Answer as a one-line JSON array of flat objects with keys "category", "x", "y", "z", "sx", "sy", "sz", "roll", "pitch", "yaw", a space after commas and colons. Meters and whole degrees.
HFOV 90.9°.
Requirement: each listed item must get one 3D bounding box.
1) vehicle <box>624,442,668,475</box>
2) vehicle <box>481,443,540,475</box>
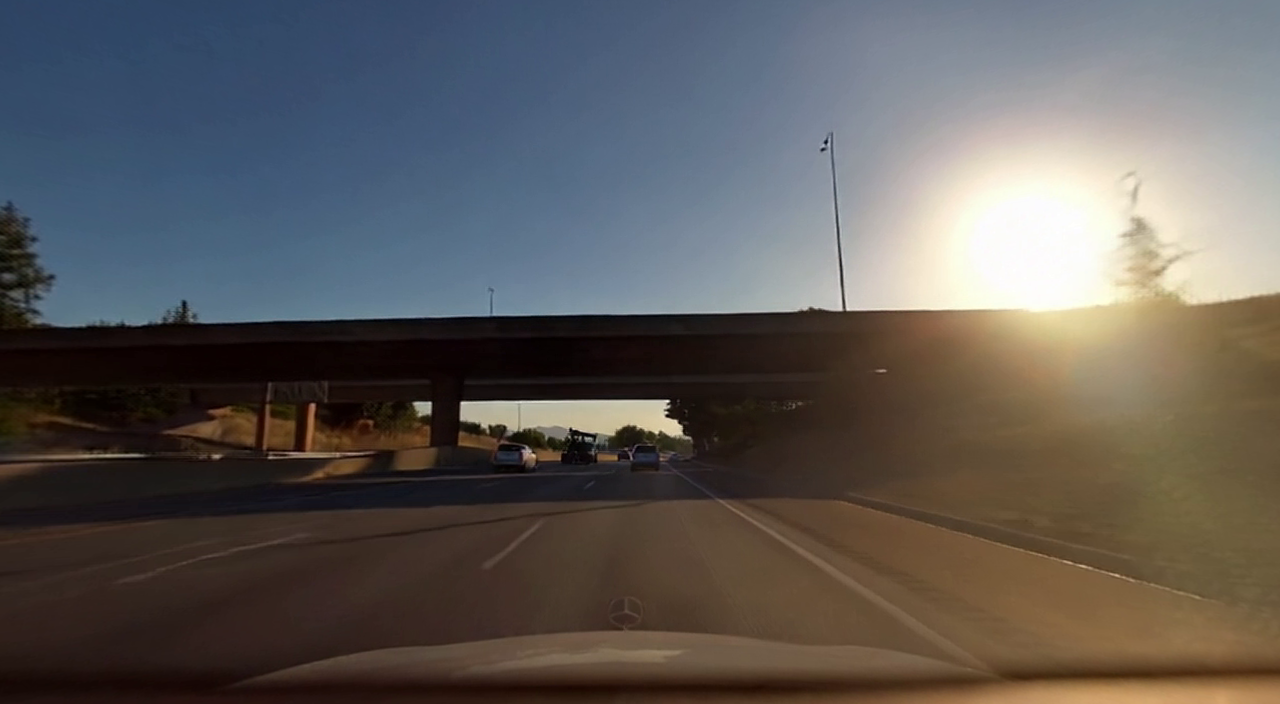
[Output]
[{"category": "vehicle", "x": 0.326, "y": 5.915, "z": 35.229, "sx": 2.336, "sy": 1.722, "sz": 4.212, "roll": 0, "pitch": -8, "yaw": 1}, {"category": "vehicle", "x": -6.955, "y": 5.783, "z": 34.370, "sx": 2.115, "sy": 1.644, "sz": 4.513, "roll": 0, "pitch": -8, "yaw": 2}]
